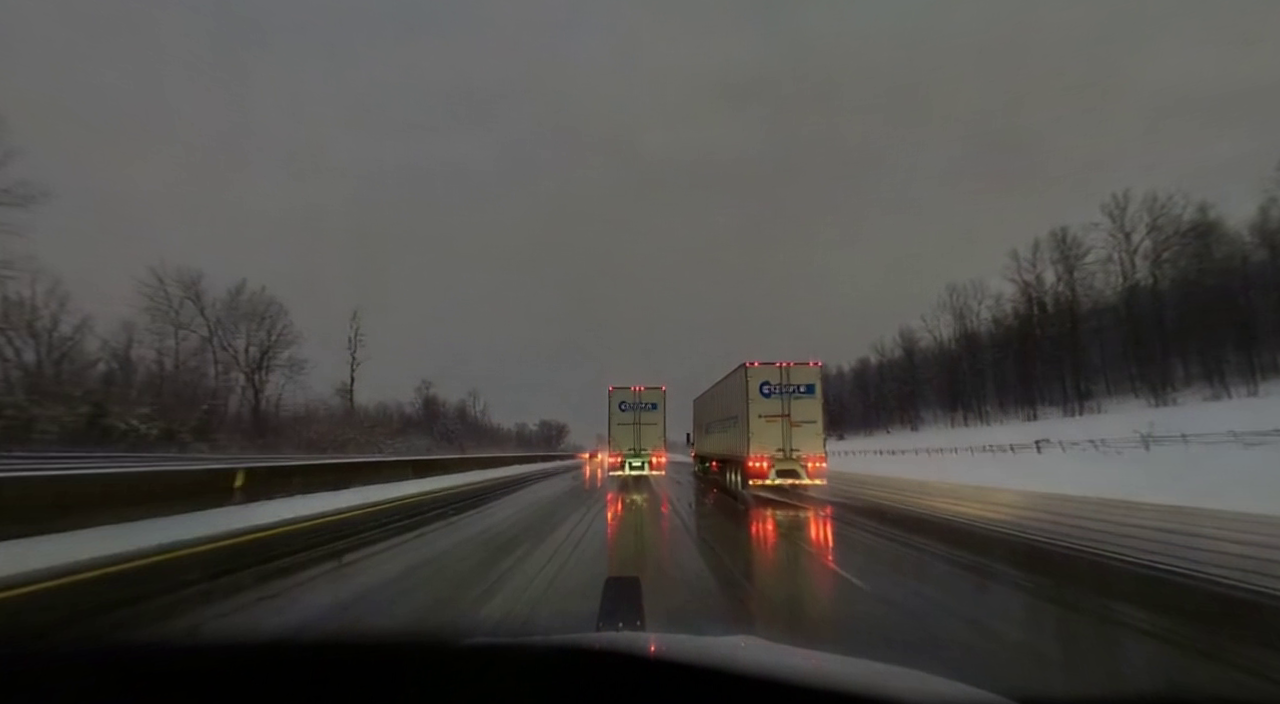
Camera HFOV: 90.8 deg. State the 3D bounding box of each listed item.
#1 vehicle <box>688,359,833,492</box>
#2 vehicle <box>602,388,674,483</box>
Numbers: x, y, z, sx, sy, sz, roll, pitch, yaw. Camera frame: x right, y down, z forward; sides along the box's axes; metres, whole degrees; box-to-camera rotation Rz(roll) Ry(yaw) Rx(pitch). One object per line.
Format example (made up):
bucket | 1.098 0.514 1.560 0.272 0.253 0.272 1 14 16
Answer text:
vehicle | 4.290 3.372 26.877 3.044 4.128 14.482 0 -9 -1
vehicle | -0.049 4.102 30.311 2.864 3.805 9.709 0 -9 0
